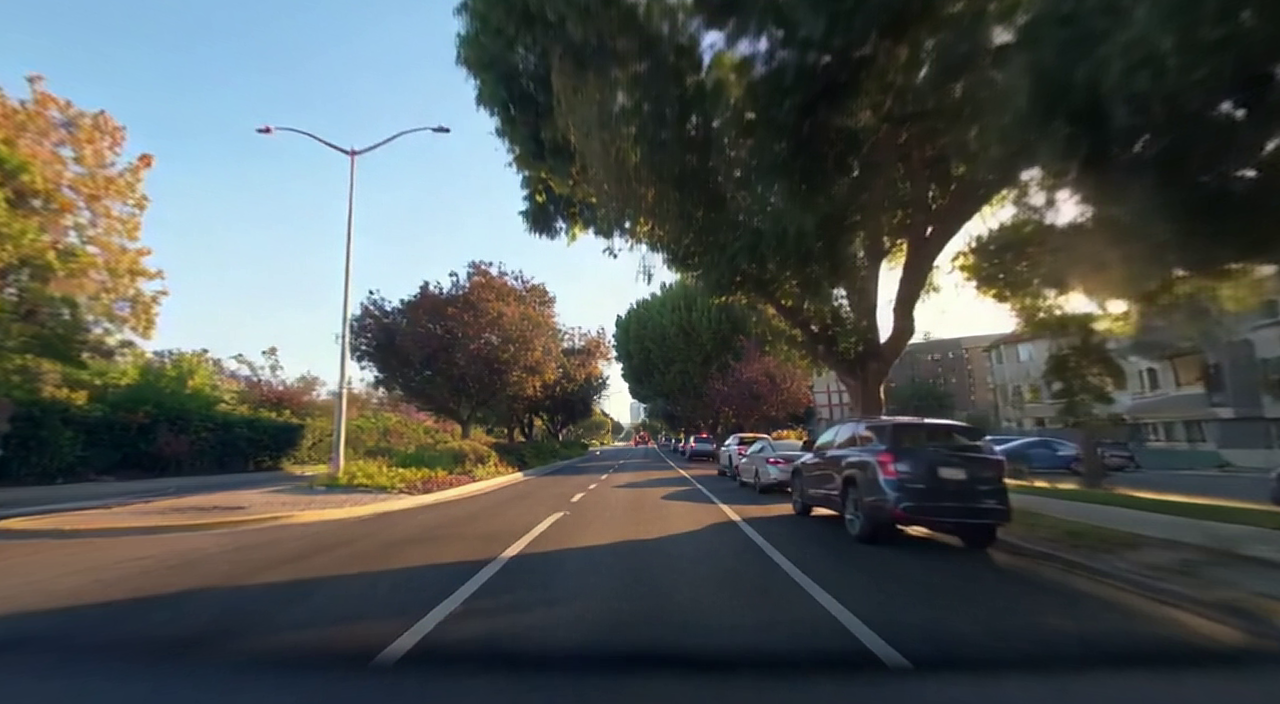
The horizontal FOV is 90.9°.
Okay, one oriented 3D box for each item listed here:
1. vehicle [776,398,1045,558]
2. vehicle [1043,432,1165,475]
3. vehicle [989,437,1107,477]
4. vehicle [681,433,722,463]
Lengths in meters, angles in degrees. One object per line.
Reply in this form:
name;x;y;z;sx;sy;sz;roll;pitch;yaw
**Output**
vehicle;3.620;1.774;9.521;2.144;1.848;4.159;0;-8;-1
vehicle;19.632;4.302;26.959;2.008;1.582;4.329;-3;-8;3
vehicle;17.052;4.400;26.724;2.036;1.508;4.679;0;-8;2
vehicle;4.150;6.563;43.264;2.226;1.889;4.543;0;-8;-1
